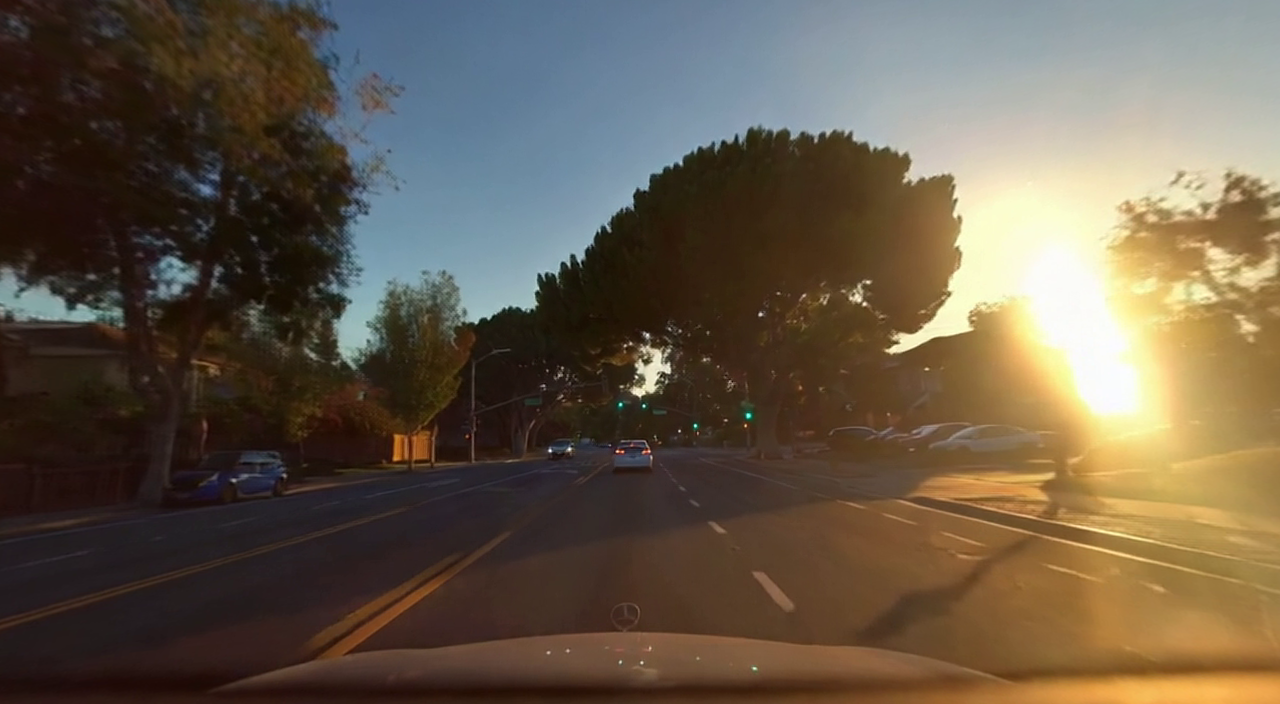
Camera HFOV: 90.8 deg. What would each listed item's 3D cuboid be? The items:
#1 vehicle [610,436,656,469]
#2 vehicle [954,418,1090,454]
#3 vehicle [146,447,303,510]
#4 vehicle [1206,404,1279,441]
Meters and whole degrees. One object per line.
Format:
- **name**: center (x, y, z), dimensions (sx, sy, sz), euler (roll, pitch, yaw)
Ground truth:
- **vehicle**: center (-0.330, 4.854, 30.686), dimensions (2.104, 1.462, 3.991), euler (0, -9, 0)
- **vehicle**: center (16.721, 3.705, 27.804), dimensions (4.658, 1.495, 1.978), euler (0, -9, 0)
- **vehicle**: center (-12.996, 3.946, 20.192), dimensions (1.957, 1.754, 4.393), euler (0, -9, 1)
- **vehicle**: center (28.322, 3.126, 28.016), dimensions (4.532, 1.545, 1.940), euler (-1, -9, -1)
